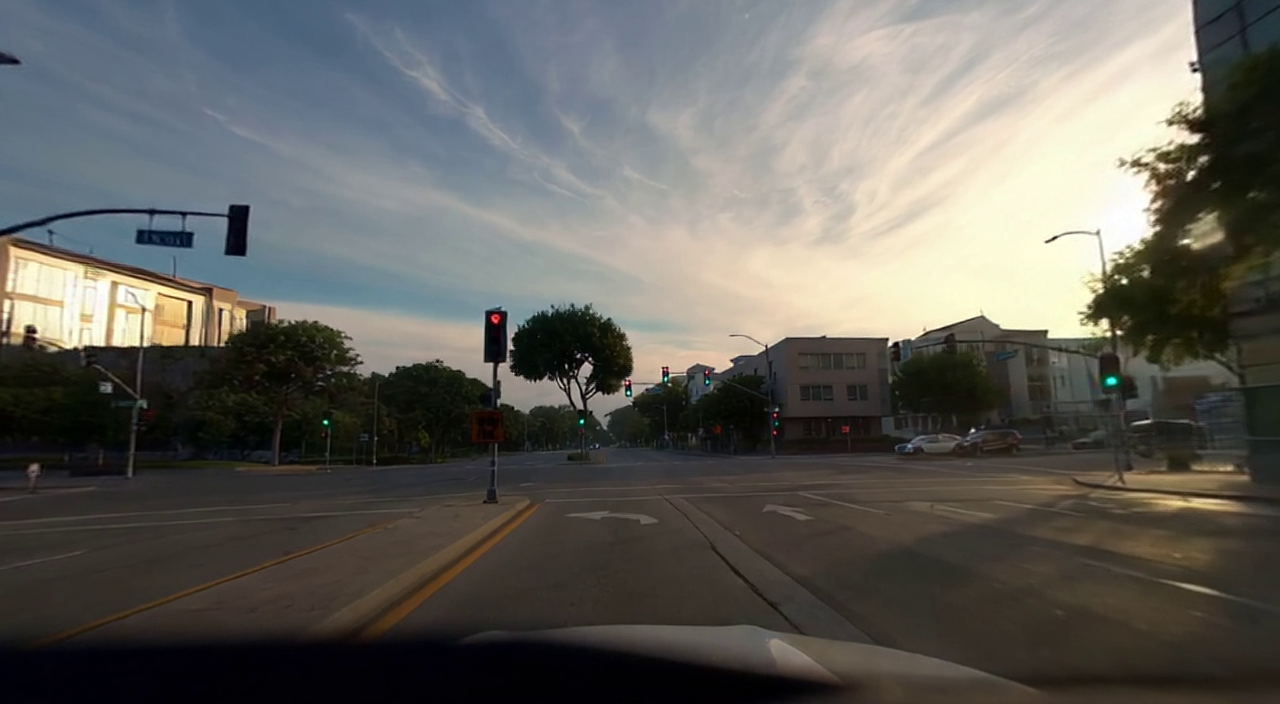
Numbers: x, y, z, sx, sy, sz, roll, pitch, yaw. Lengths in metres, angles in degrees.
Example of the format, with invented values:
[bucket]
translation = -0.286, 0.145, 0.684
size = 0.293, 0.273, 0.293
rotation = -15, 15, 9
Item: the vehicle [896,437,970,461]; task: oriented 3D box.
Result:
[vehicle]
translation = 20.837, 6.878, 44.784
size = 4.769, 1.634, 1.884
rotation = 2, -9, -20
